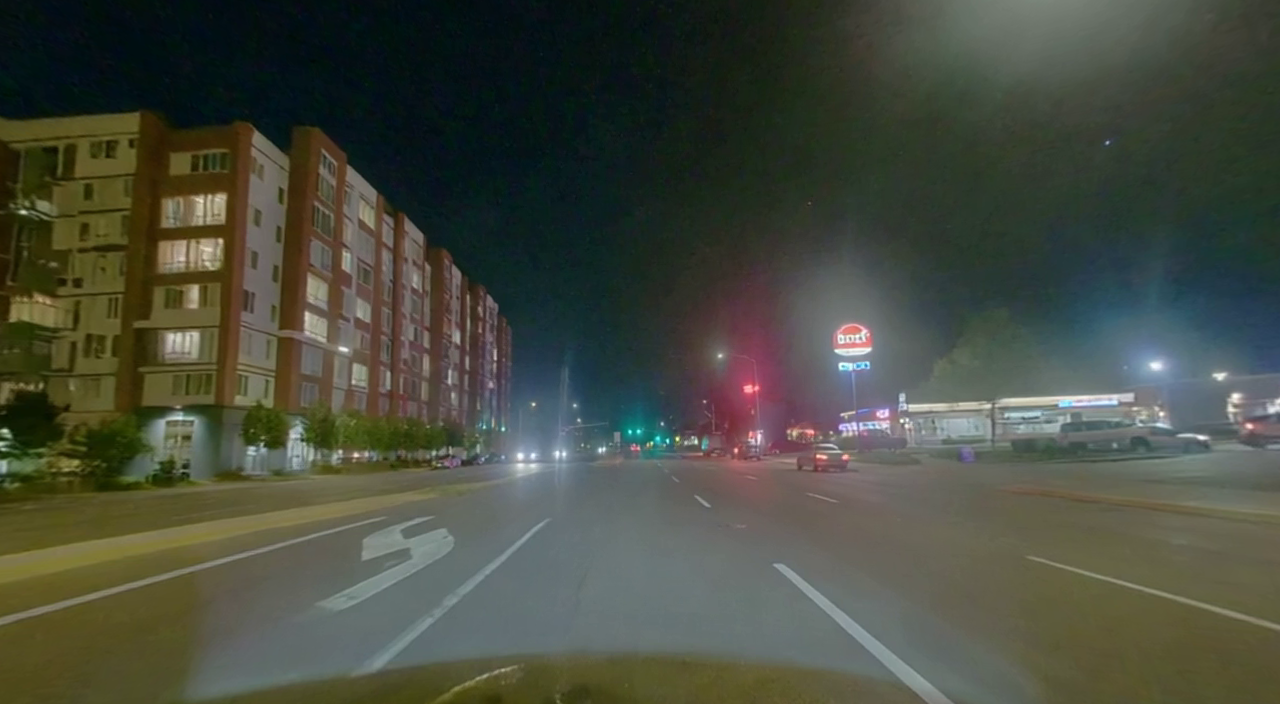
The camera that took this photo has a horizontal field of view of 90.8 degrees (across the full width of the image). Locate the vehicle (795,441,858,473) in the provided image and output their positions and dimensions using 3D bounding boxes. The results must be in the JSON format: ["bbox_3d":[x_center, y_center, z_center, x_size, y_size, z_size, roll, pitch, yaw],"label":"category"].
[{"bbox_3d":[10.602,5.986,36.305,2.078,1.688,4.557,0,-8,-1],"label":"vehicle"}]

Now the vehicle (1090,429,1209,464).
[{"bbox_3d":[23.528,4.403,29.424,1.840,1.475,4.442,0,-8,0],"label":"vehicle"}]

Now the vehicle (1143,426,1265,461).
[{"bbox_3d":[26.143,4.263,29.514,1.908,1.500,4.313,0,-8,4],"label":"vehicle"}]

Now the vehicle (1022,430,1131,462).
[{"bbox_3d":[20.741,4.510,30.313,1.760,1.438,4.642,1,-8,-3],"label":"vehicle"}]
